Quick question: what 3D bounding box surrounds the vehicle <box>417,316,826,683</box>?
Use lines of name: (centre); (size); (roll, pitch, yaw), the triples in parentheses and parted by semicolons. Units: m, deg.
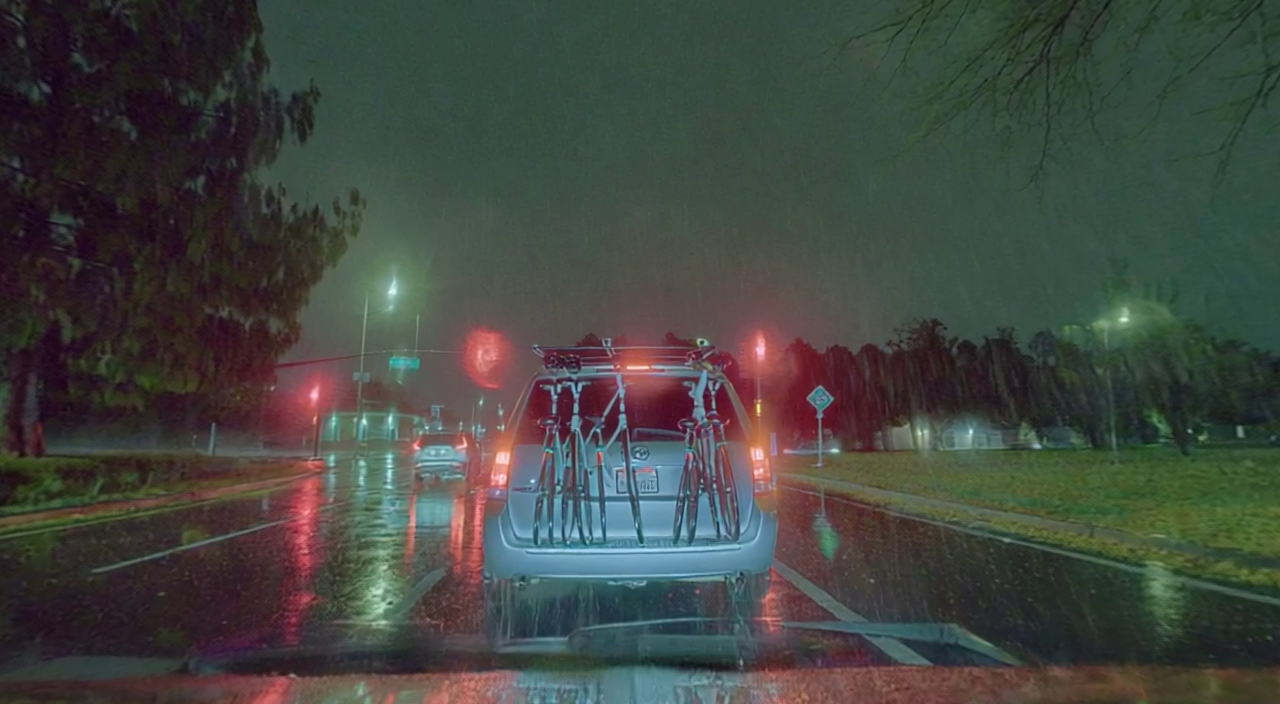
vehicle: (-0.247, 1.162, 6.019); (2.333, 2.087, 4.586); (1, -8, -4)

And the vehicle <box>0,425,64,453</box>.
vehicle: (-38.228, 5.338, 38.689); (3.926, 1.536, 1.731); (-1, -9, -7)

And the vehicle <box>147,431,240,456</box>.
vehicle: (-28.734, 5.922, 40.768); (4.435, 1.574, 1.816); (1, -9, -9)

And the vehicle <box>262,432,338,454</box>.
vehicle: (-25.954, 6.961, 48.317); (4.576, 1.632, 1.960); (1, -9, -8)
